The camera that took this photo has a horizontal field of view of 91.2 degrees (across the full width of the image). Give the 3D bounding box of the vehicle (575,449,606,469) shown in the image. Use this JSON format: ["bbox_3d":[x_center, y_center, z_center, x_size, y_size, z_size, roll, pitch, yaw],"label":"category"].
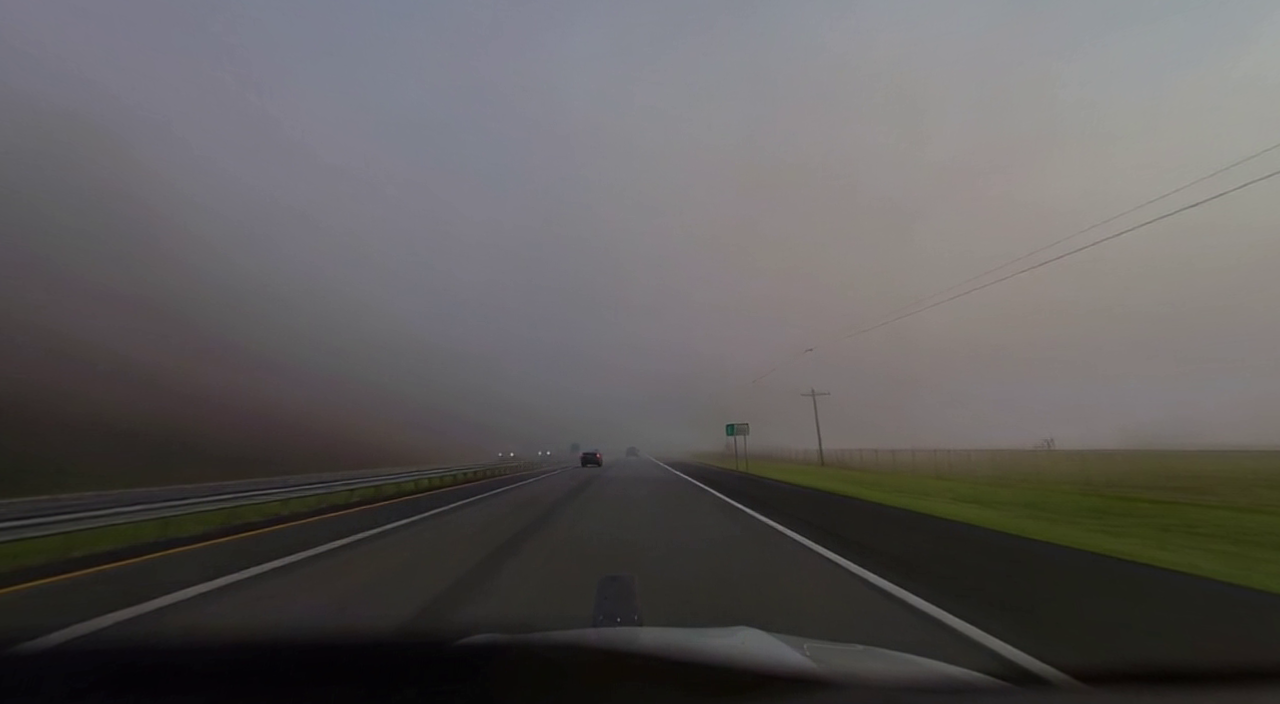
[{"bbox_3d":[-3.867,8.506,49.962,2.123,1.545,4.404,0,-9,0],"label":"vehicle"}]
